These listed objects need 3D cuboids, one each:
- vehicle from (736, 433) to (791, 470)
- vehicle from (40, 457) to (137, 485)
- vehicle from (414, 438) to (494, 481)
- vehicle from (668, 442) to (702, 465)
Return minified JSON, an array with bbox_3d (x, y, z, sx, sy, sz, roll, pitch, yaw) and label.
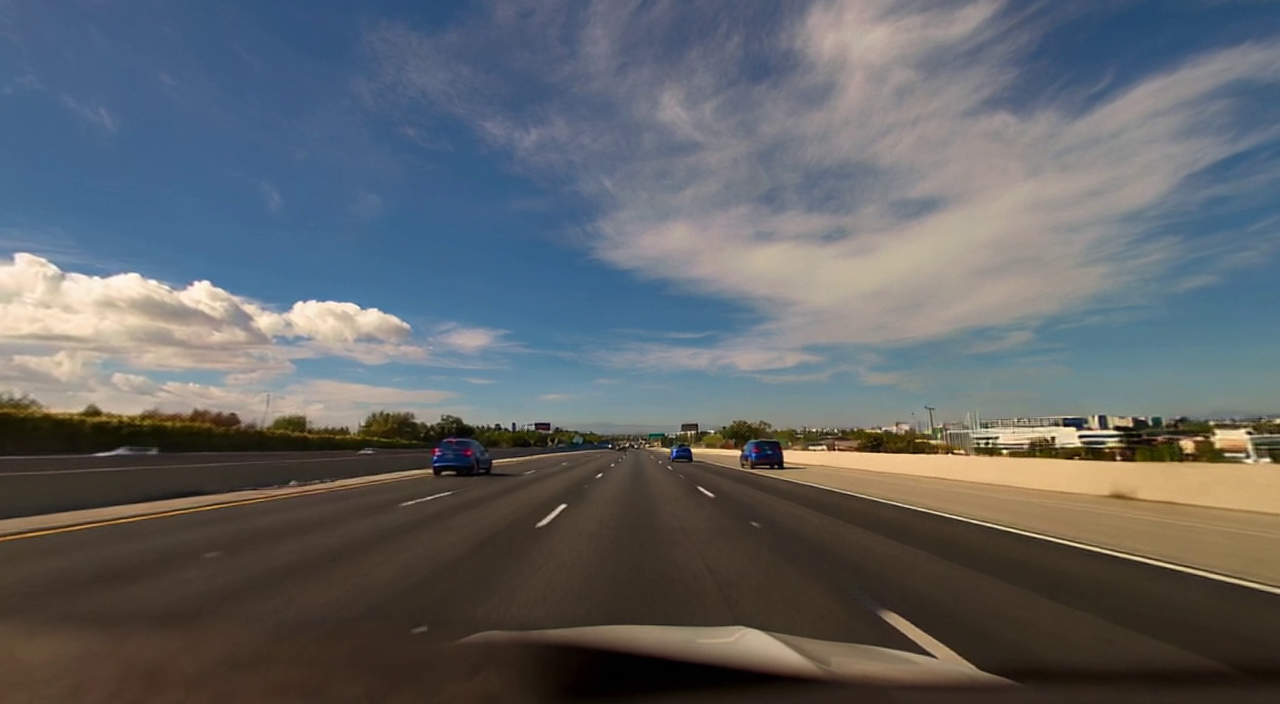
[{"bbox_3d":[6.863,5.594,35.701,2.065,1.953,4.605,0,-8,-1],"label":"vehicle"},{"bbox_3d":[-32.709,7.022,37.633,1.855,1.466,4.350,0,-8,0],"label":"vehicle"},{"bbox_3d":[-8.073,4.680,27.986,2.083,1.696,5.464,1,-8,-2],"label":"vehicle"},{"bbox_3d":[3.150,7.202,44.937,2.000,1.533,3.770,0,-8,-1],"label":"vehicle"}]
